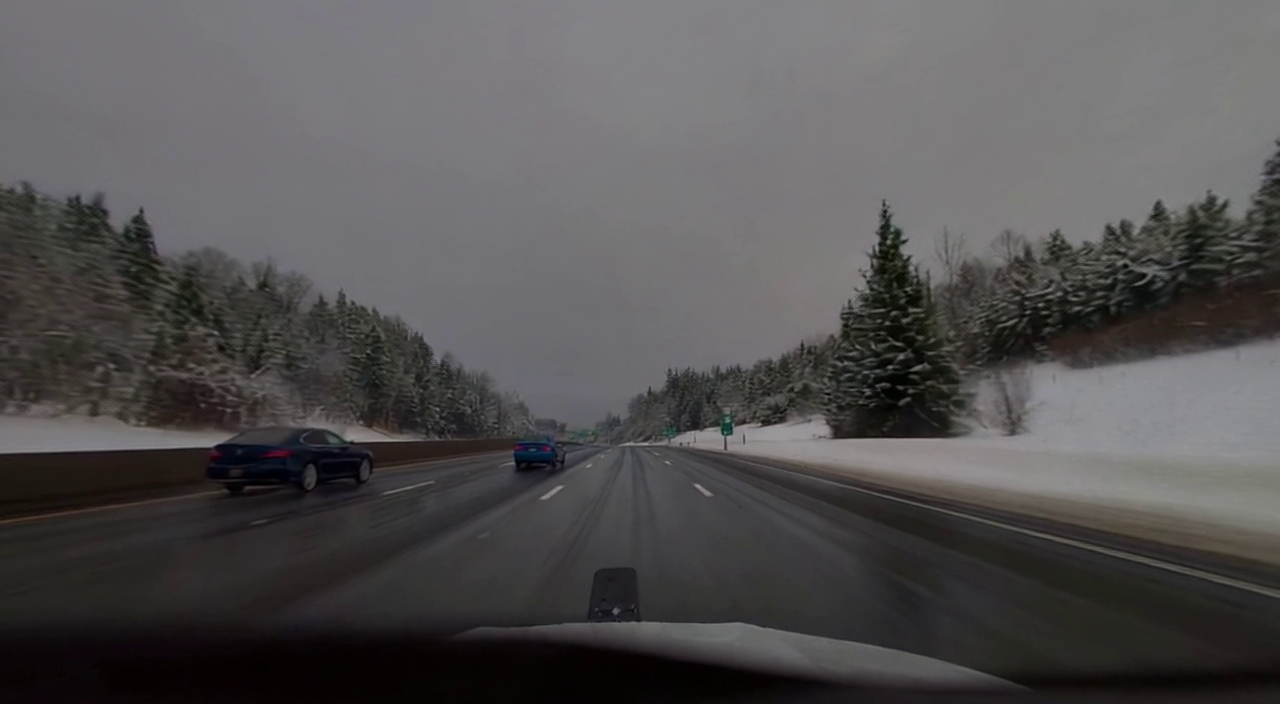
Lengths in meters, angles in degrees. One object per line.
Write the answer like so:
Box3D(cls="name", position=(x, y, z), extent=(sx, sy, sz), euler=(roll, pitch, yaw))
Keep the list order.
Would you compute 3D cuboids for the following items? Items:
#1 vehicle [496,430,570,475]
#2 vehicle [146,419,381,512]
Box3D(cls="vehicle", position=(-3.847, 3.697, 23.513), extent=(2.026, 1.517, 4.325), euler=(0, -8, 0))
Box3D(cls="vehicle", position=(-7.286, 2.232, 12.956), extent=(1.983, 1.535, 4.652), euler=(0, -8, 0))
